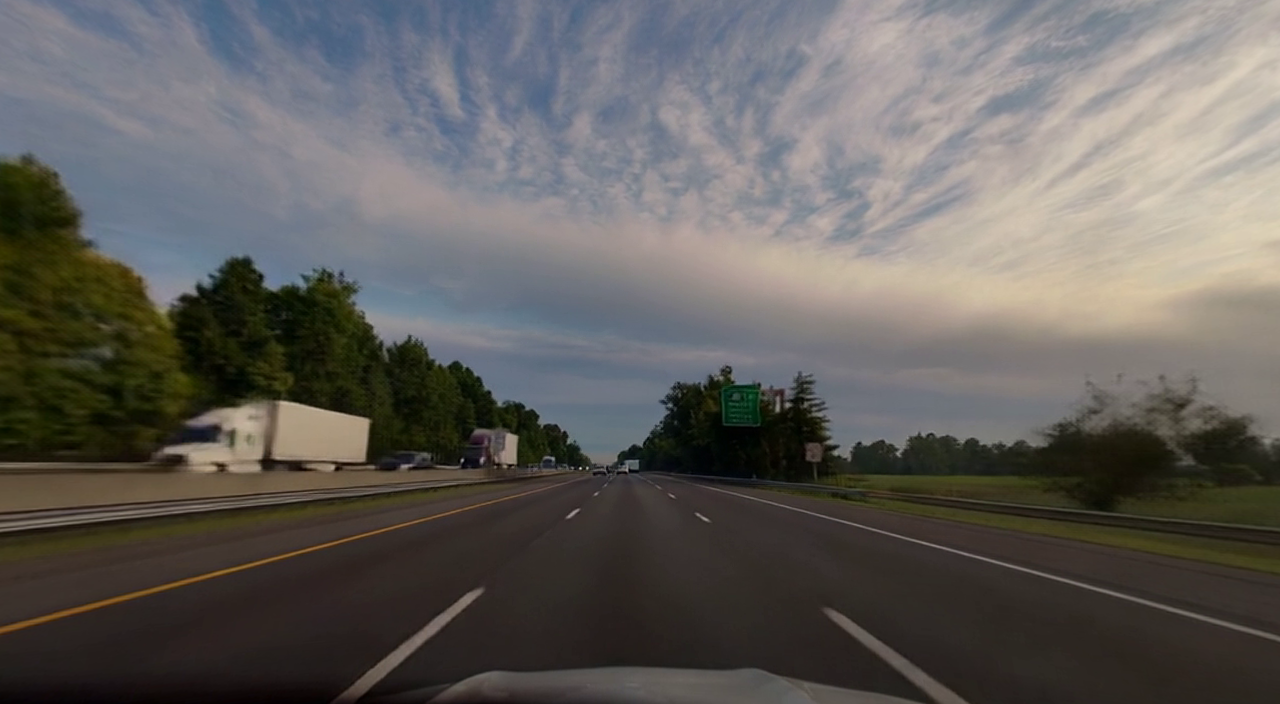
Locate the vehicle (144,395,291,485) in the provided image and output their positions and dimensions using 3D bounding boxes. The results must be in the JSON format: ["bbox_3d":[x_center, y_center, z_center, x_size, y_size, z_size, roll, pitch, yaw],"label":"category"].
[{"bbox_3d":[-20.448,4.455,31.054,2.970,3.961,5.879,1,-10,-1],"label":"vehicle"}]

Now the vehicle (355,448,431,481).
[{"bbox_3d":[-12.713,5.844,32.770,2.118,1.557,4.588,1,-10,-1],"label":"vehicle"}]
